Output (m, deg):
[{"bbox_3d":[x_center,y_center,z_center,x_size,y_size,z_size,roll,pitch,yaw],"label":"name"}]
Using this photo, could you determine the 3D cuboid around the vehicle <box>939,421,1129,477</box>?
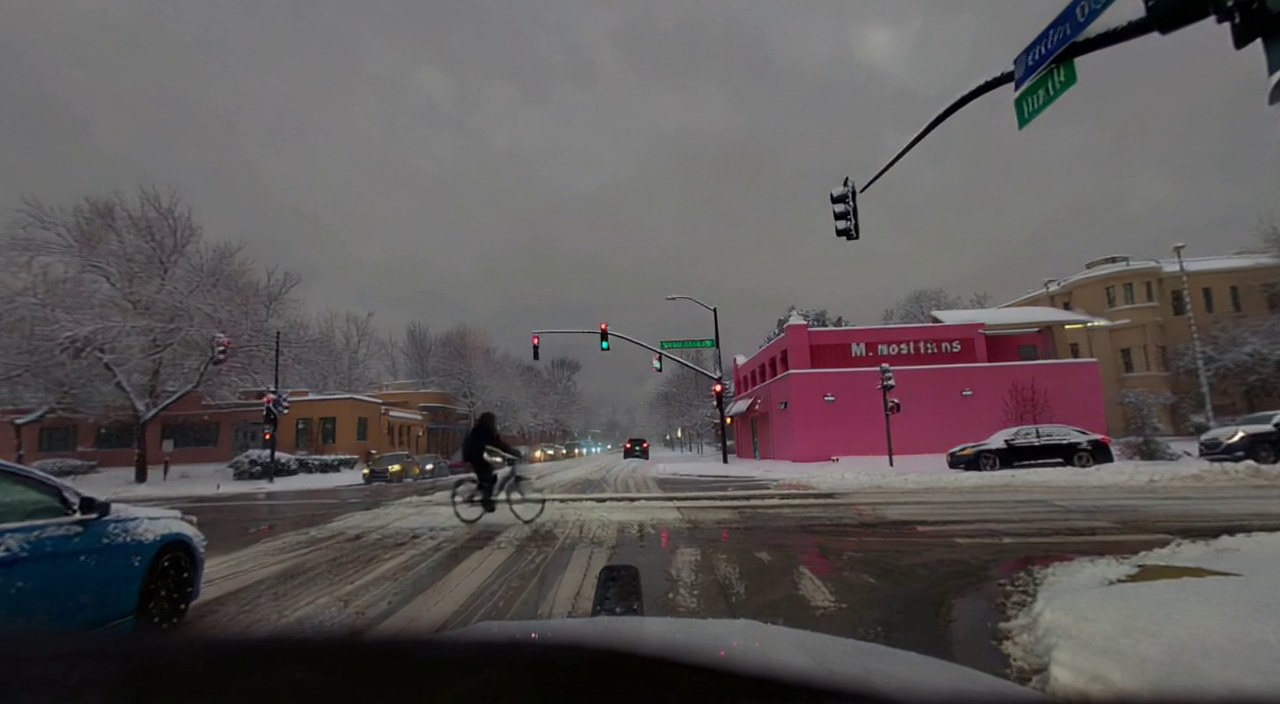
[{"bbox_3d":[11.575,2.879,18.798,4.355,1.546,1.820,-1,-9,6],"label":"vehicle"}]

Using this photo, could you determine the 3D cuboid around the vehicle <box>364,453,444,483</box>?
[{"bbox_3d":[-12.566,6.175,33.893,1.976,1.425,4.567,-1,-9,9],"label":"vehicle"}]

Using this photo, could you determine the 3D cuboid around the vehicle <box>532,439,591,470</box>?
[{"bbox_3d":[-4.494,5.979,36.871,1.928,1.647,4.575,-2,-9,13],"label":"vehicle"}]

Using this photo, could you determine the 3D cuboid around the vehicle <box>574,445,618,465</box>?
[{"bbox_3d":[-3.009,7.187,44.124,1.743,1.362,4.350,-2,-9,14],"label":"vehicle"}]

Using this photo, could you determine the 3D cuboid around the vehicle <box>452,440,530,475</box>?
[{"bbox_3d":[-8.382,5.975,36.053,2.152,1.825,5.406,-2,-9,12],"label":"vehicle"}]

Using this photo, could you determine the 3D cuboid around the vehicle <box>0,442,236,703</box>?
[{"bbox_3d":[-3.683,0.973,2.154,1.759,1.325,4.295,0,-9,0],"label":"vehicle"}]
